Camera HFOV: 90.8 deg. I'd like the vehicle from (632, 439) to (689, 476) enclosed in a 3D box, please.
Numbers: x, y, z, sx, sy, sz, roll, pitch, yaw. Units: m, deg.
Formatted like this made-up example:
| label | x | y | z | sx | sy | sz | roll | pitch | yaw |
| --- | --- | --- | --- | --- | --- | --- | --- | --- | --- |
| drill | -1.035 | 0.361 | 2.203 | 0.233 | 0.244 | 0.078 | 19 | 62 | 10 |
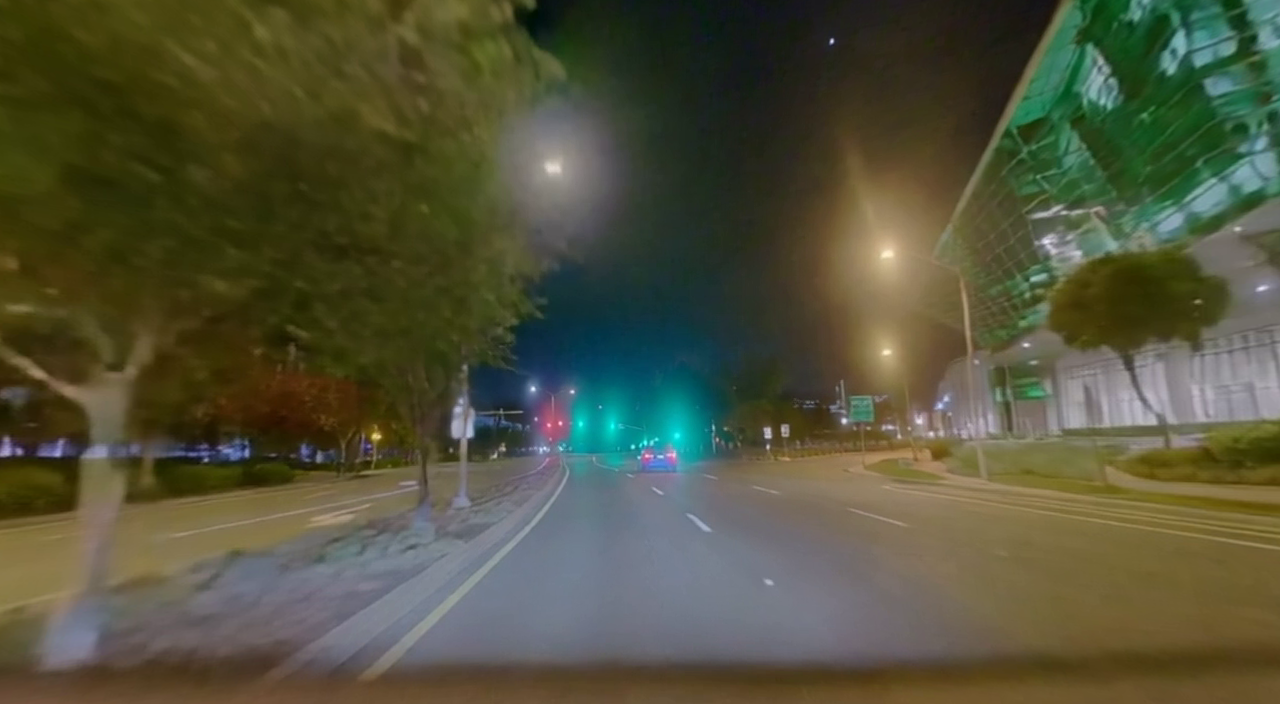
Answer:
| label | x | y | z | sx | sy | sz | roll | pitch | yaw |
| --- | --- | --- | --- | --- | --- | --- | --- | --- | --- |
| vehicle | 0.881 | 5.104 | 30.764 | 2.165 | 1.633 | 4.381 | 0 | -8 | -6 |
